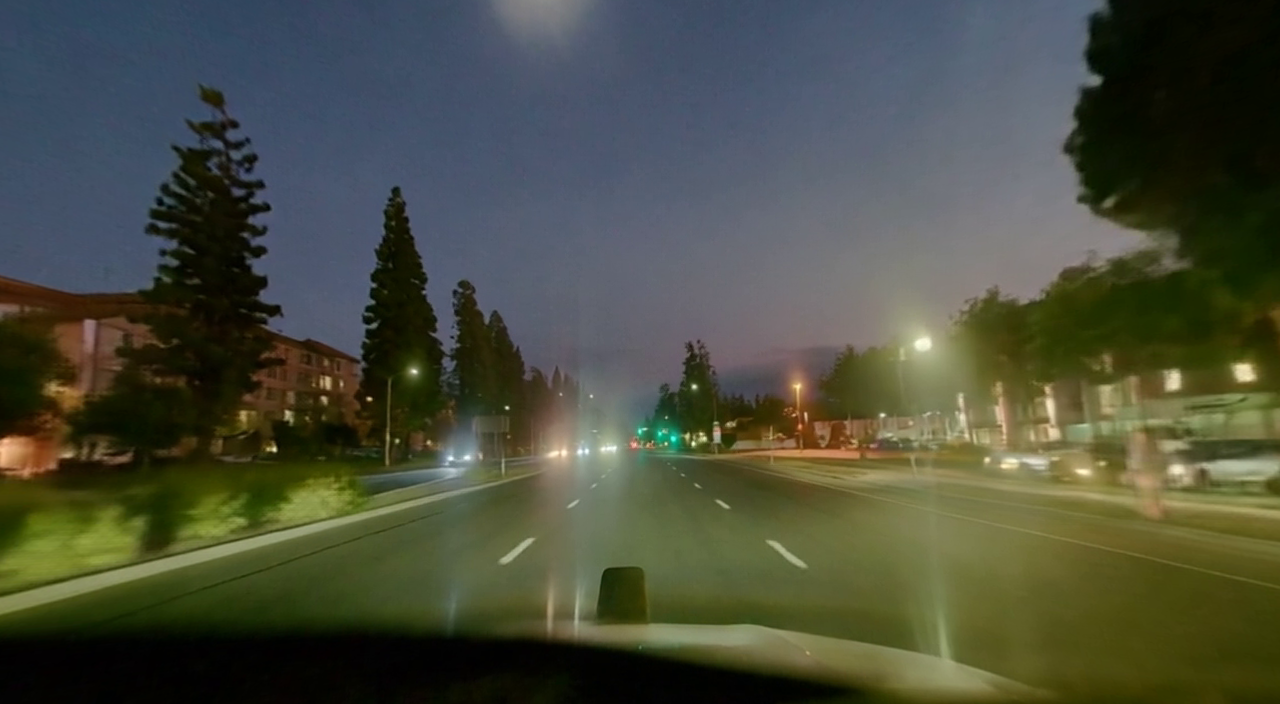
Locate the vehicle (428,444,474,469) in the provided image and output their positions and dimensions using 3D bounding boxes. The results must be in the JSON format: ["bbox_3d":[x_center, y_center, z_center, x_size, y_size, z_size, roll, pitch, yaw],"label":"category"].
[{"bbox_3d":[-13.948,7.708,46.813,2.072,1.712,4.467,0,-8,-1],"label":"vehicle"}]

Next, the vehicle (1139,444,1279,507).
[{"bbox_3d":[15.182,2.950,15.340,4.246,1.399,2.134,0,-8,-1],"label":"vehicle"}]
